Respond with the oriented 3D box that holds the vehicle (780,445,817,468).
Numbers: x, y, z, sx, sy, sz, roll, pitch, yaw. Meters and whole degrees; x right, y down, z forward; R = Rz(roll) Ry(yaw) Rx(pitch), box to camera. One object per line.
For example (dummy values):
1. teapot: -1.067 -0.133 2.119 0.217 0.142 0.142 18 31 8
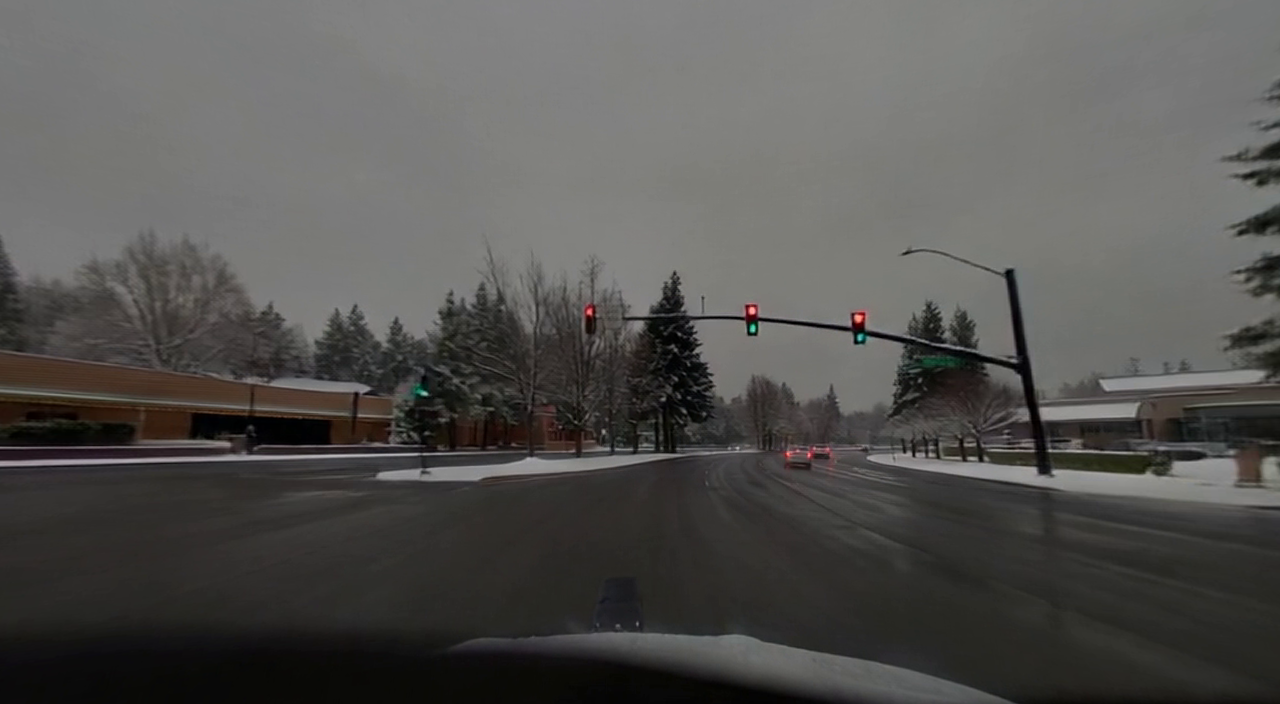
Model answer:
1. vehicle: 10.740 7.088 43.160 1.988 1.460 3.996 -1 -9 8
